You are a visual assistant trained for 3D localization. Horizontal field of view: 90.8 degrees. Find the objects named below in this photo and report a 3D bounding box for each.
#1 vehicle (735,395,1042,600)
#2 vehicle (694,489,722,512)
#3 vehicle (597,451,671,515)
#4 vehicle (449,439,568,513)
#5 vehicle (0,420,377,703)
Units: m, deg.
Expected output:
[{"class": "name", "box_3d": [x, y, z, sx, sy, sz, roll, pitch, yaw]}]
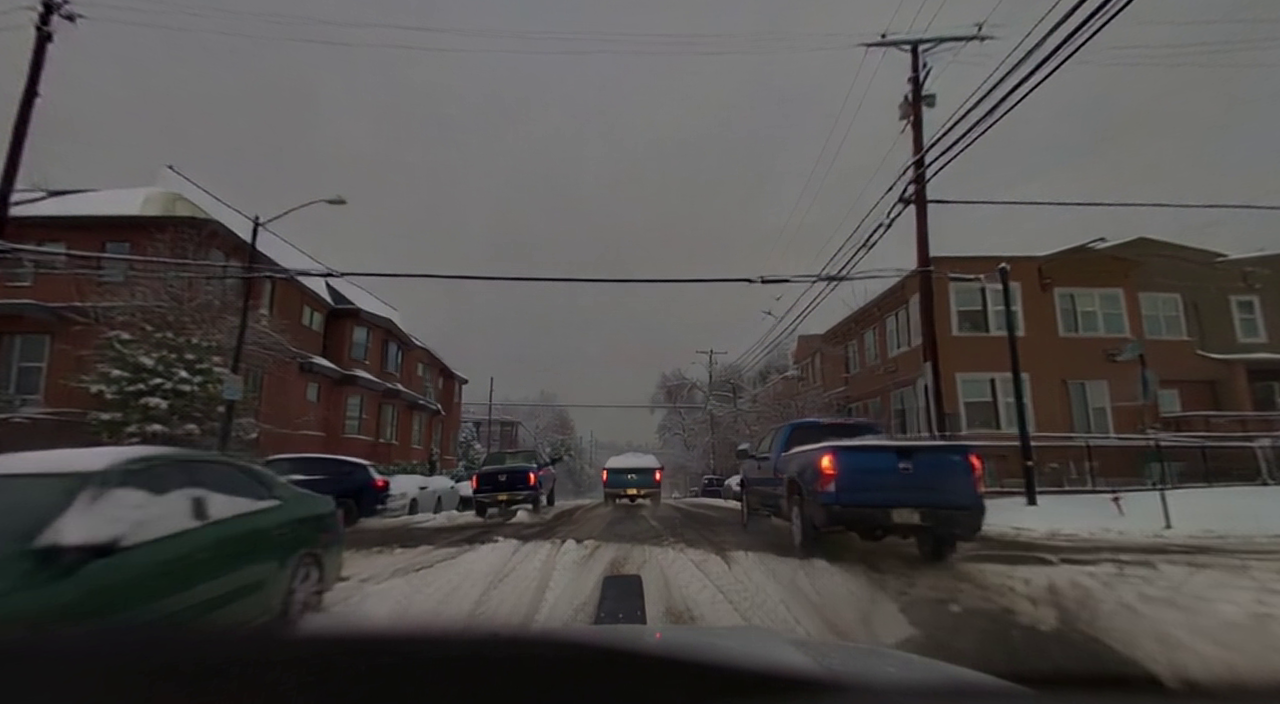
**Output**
[{"class": "vehicle", "box_3d": [2.695, 1.707, 8.369, 2.027, 1.907, 4.736, 0, -8, -1]}, {"class": "vehicle", "box_3d": [5.199, 11.421, 48.792, 1.725, 1.442, 3.740, 0, -8, -1]}, {"class": "vehicle", "box_3d": [-0.170, 4.592, 22.023, 2.308, 1.940, 4.125, -1, -12, 0]}, {"class": "vehicle", "box_3d": [-3.702, 3.925, 19.184, 2.330, 1.859, 6.068, 0, -15, 0]}, {"class": "vehicle", "box_3d": [-3.078, 1.088, 2.939, 1.868, 1.462, 4.385, 0, -8, -1]}]
